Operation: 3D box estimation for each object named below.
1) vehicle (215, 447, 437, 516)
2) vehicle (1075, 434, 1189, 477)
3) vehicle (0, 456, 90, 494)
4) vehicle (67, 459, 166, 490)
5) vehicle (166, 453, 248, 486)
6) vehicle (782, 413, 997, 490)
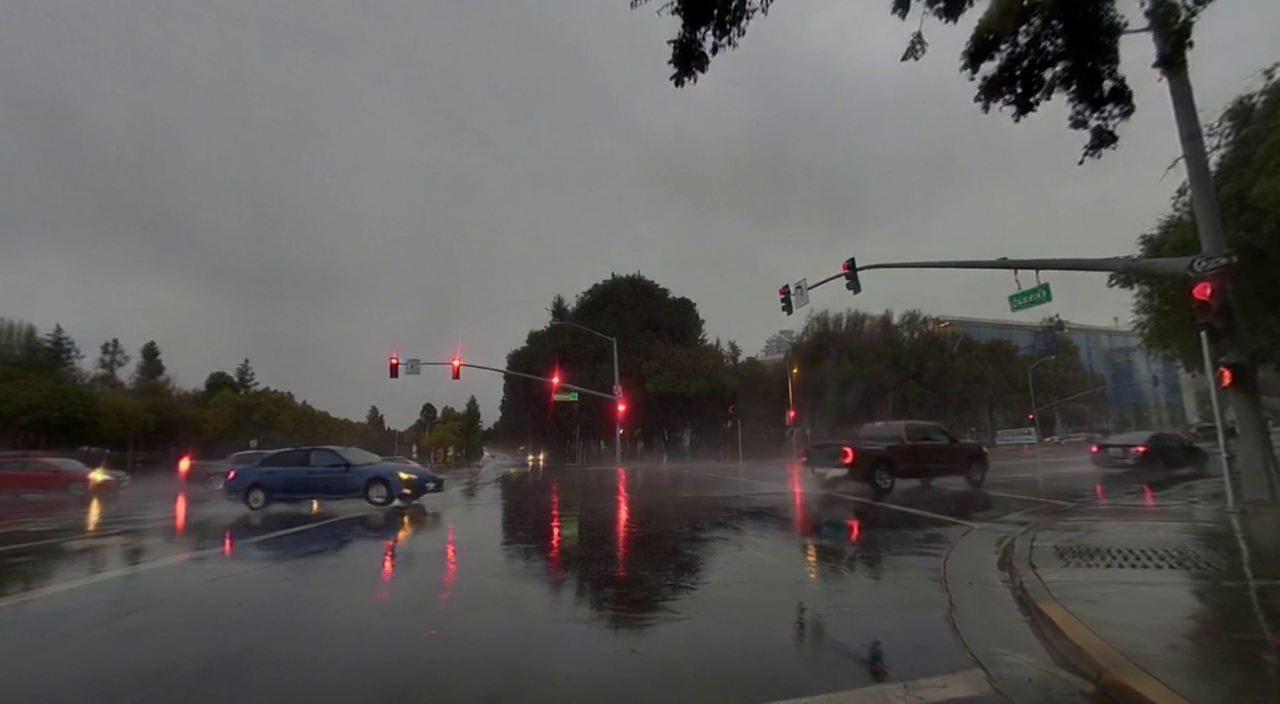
[{"bbox_3d":[-7.555,3.052,15.283,4.702,1.468,1.999,-3,-9,19],"label":"vehicle"},{"bbox_3d":[18.564,3.857,23.762,4.728,1.471,1.957,6,-10,-35],"label":"vehicle"},{"bbox_3d":[-31.195,6.265,32.457,2.142,1.723,4.692,1,-9,-9],"label":"vehicle"},{"bbox_3d":[-28.406,6.626,34.499,1.965,1.448,4.553,1,-9,-9],"label":"vehicle"},{"bbox_3d":[-24.979,6.755,36.641,2.081,1.670,4.376,1,-9,-8],"label":"vehicle"},{"bbox_3d":[7.262,2.856,18.335,5.896,1.937,2.358,4,-10,-26],"label":"vehicle"}]
